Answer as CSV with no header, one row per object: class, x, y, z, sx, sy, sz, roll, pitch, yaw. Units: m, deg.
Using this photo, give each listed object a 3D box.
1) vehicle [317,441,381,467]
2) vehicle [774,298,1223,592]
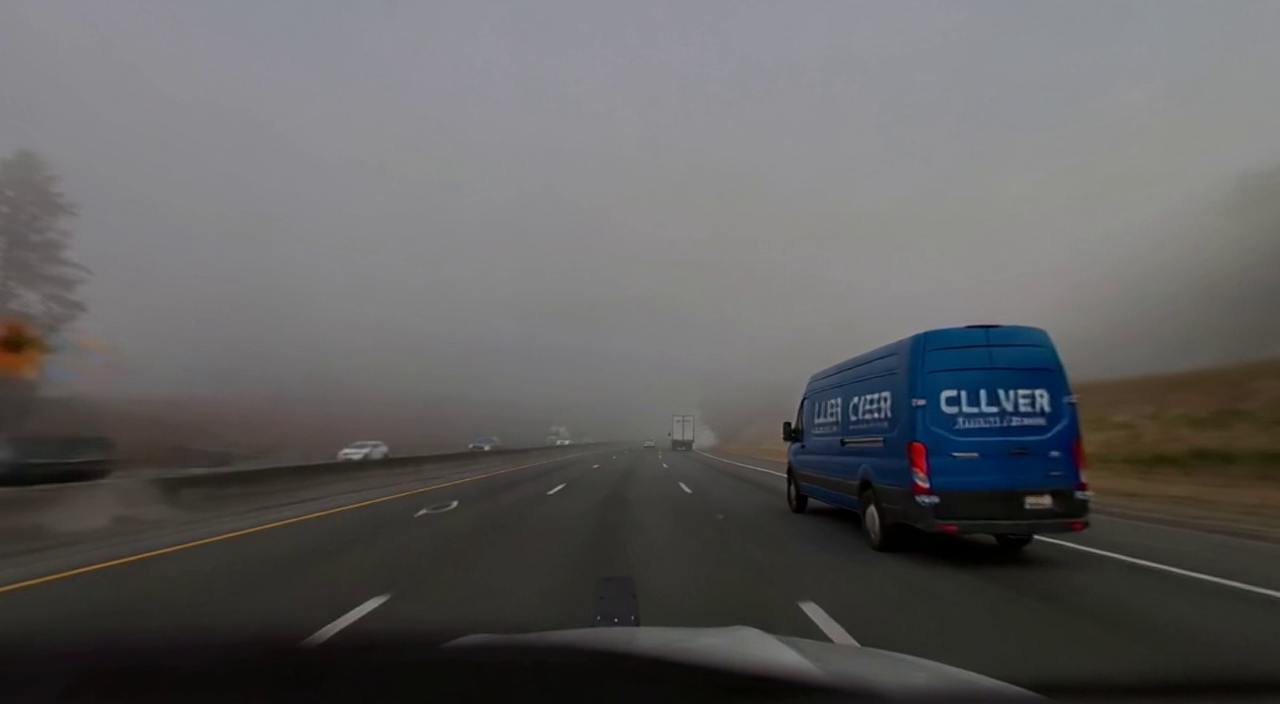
vehicle,-18.330,6.425,39.914,1.910,1.510,4.516,-1,-8,0
vehicle,3.727,1.173,8.339,2.485,2.562,5.535,0,-8,-2
